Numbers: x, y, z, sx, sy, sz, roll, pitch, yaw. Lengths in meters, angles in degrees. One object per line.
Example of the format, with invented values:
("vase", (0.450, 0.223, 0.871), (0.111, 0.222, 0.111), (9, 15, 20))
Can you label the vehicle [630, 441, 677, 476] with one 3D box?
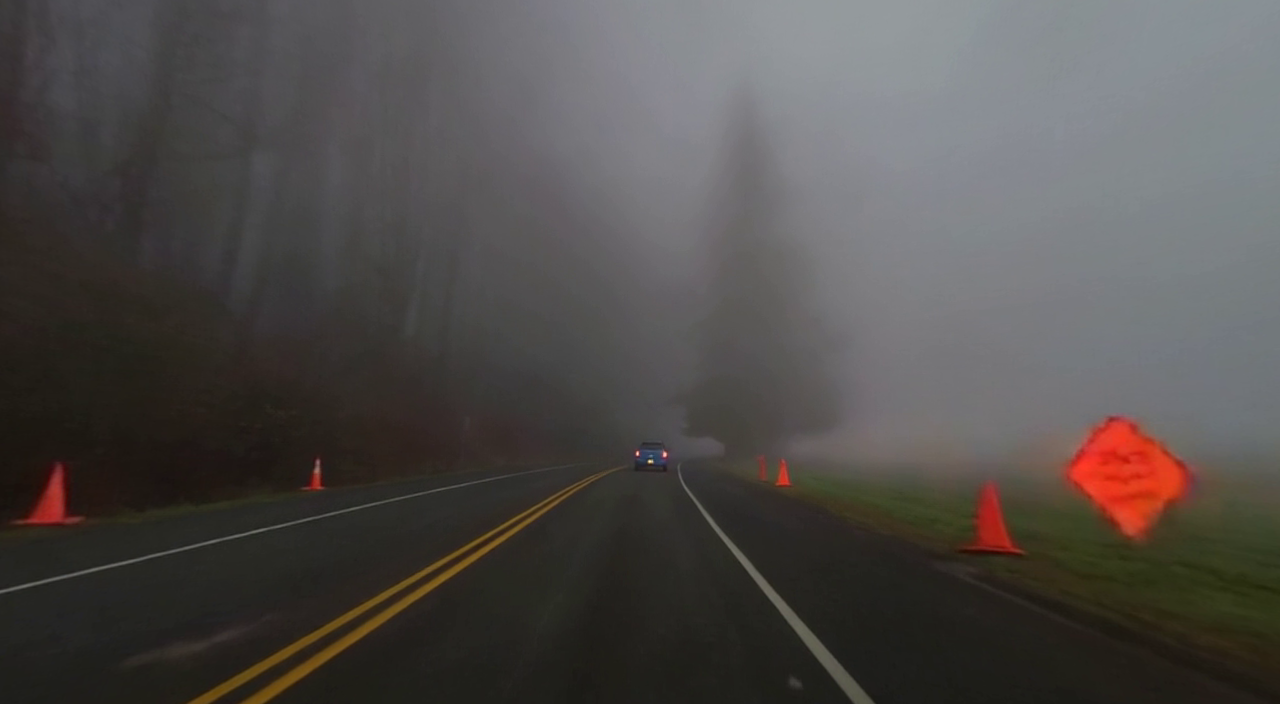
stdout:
("vehicle", (0.643, 4.910, 29.129), (2.042, 1.489, 3.963), (0, -9, 2))
